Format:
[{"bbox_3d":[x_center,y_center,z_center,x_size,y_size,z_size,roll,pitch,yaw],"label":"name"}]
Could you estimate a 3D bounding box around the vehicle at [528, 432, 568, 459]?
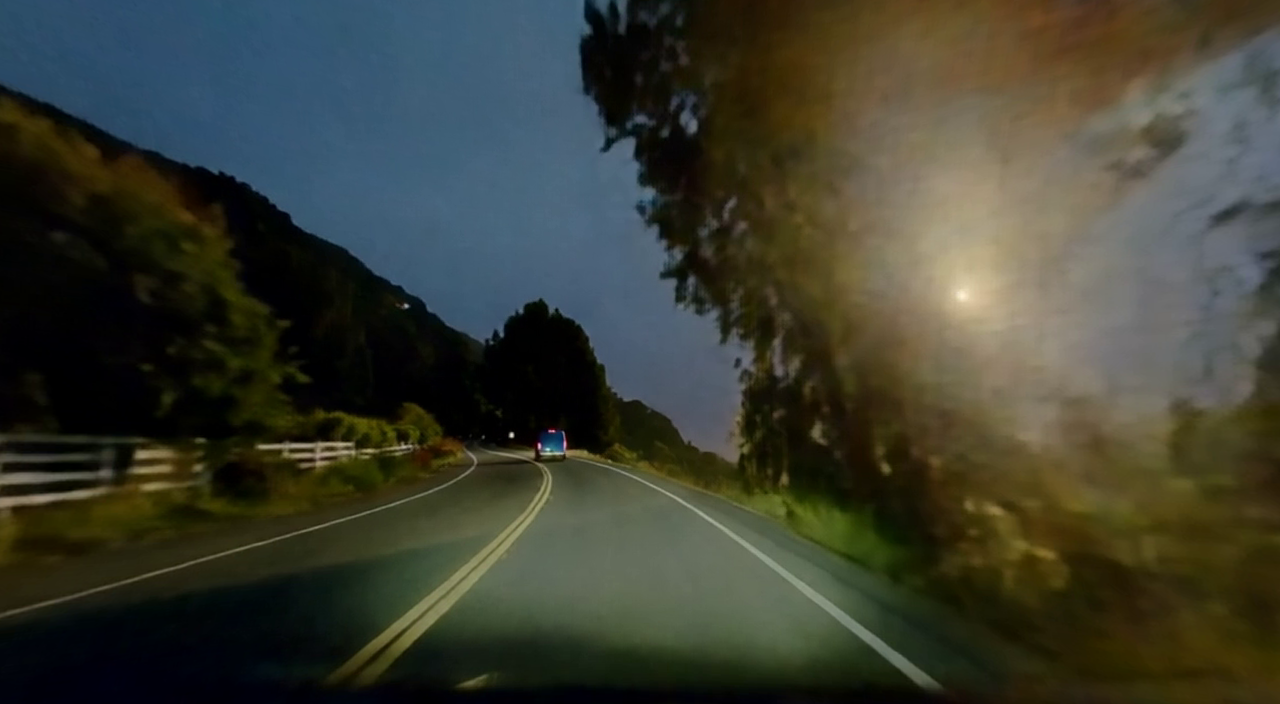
[{"bbox_3d":[-7.197,7.244,48.876,2.439,1.912,5.605,2,-9,-14],"label":"vehicle"}]
